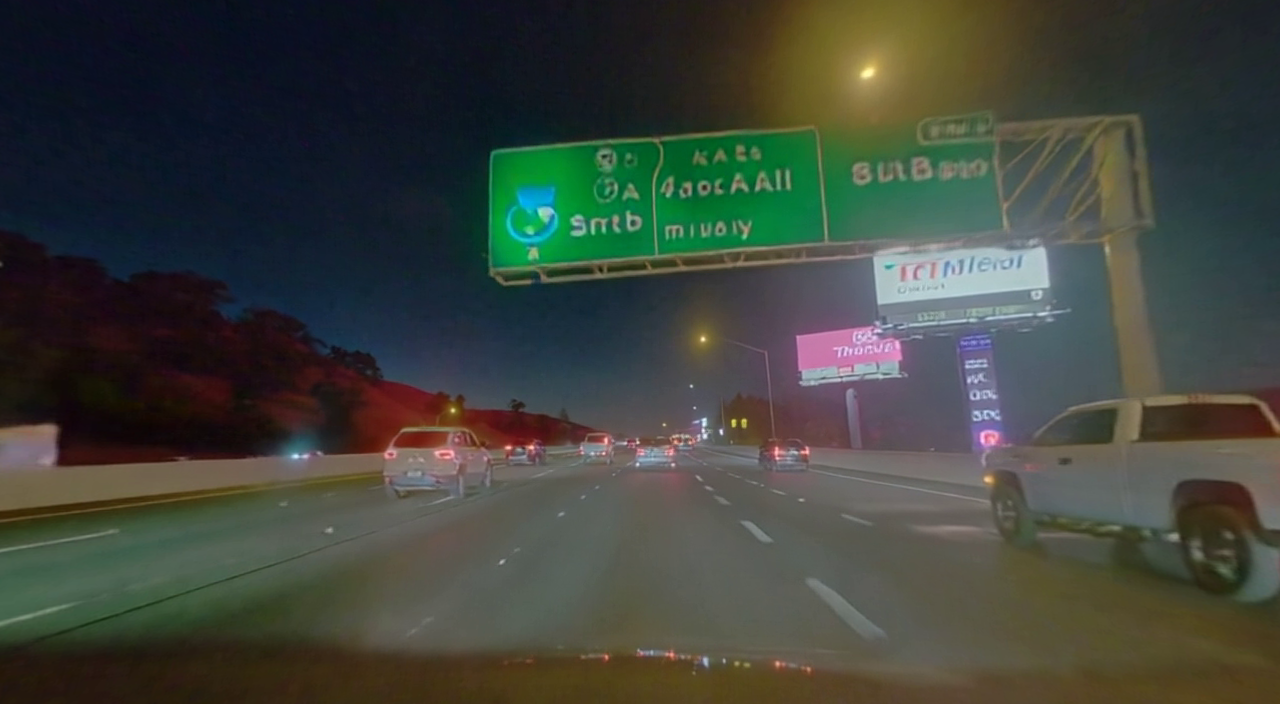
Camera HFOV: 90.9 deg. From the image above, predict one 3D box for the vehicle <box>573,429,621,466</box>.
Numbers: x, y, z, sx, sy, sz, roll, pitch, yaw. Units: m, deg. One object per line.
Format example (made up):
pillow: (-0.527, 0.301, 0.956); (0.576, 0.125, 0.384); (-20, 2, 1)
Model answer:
vehicle: (-2.440, 5.688, 37.641); (2.316, 1.999, 5.765); (-1, -8, 2)

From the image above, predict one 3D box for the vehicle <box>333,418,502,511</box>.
vehicle: (-4.897, 2.569, 14.879); (2.160, 1.799, 5.001); (0, -8, 0)

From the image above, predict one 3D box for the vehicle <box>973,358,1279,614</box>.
vehicle: (5.682, 1.227, 6.310); (2.029, 1.859, 4.669); (0, -8, -1)

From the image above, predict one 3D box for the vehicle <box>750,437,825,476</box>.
vehicle: (5.977, 4.275, 26.088); (1.998, 1.456, 4.338); (0, -8, 0)

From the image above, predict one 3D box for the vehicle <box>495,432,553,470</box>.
vehicle: (-6.010, 5.169, 33.176); (2.036, 1.813, 4.564); (-1, -8, 2)

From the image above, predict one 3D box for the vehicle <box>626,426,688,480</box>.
vehicle: (0.604, 3.684, 23.160); (2.052, 1.808, 3.898); (0, -8, 1)
